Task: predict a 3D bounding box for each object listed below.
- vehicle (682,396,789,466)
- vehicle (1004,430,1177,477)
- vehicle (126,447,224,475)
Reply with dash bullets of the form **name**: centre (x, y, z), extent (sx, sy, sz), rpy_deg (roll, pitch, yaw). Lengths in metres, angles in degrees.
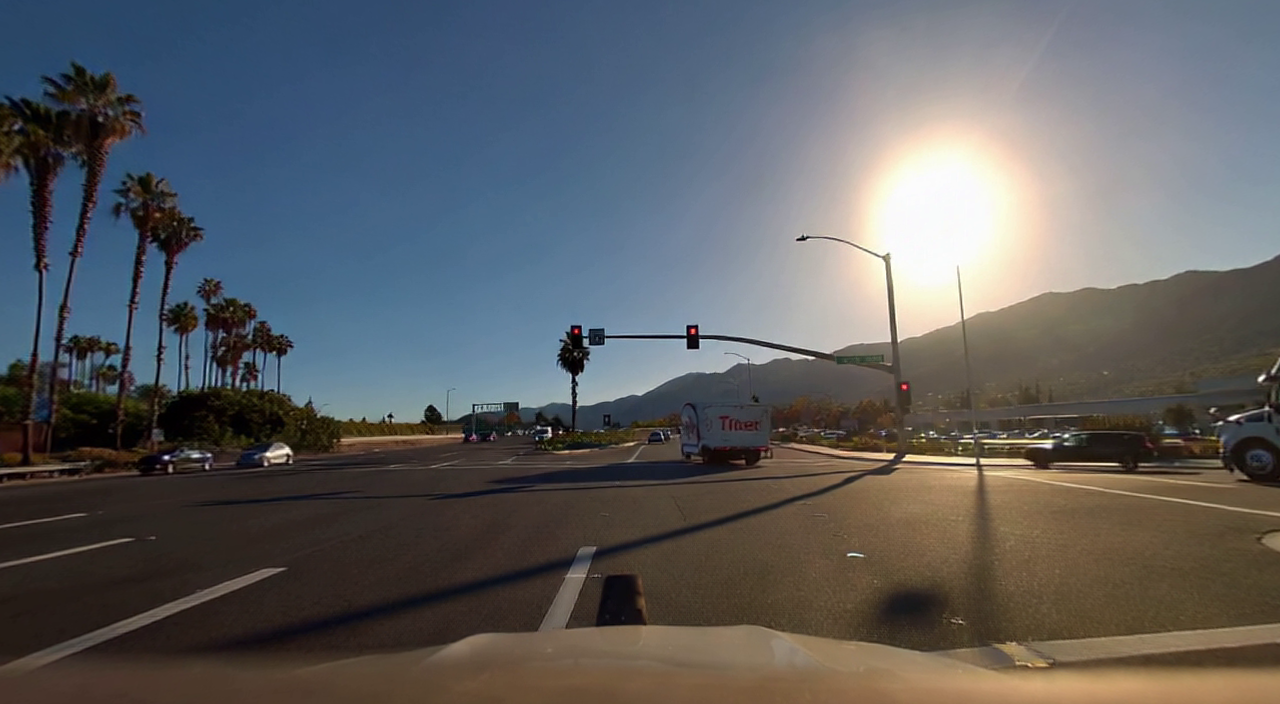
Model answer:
- **vehicle**: centre (5.038, 4.459, 34.890), extent (3.237, 3.414, 7.088), rpy_deg (2, -9, -15)
- **vehicle**: centre (15.546, 3.531, 22.022), extent (4.508, 1.493, 1.907), rpy_deg (-3, -9, 22)
- **vehicle**: centre (-26.237, 6.160, 35.674), extent (1.868, 1.469, 4.746), rpy_deg (0, -9, 1)
